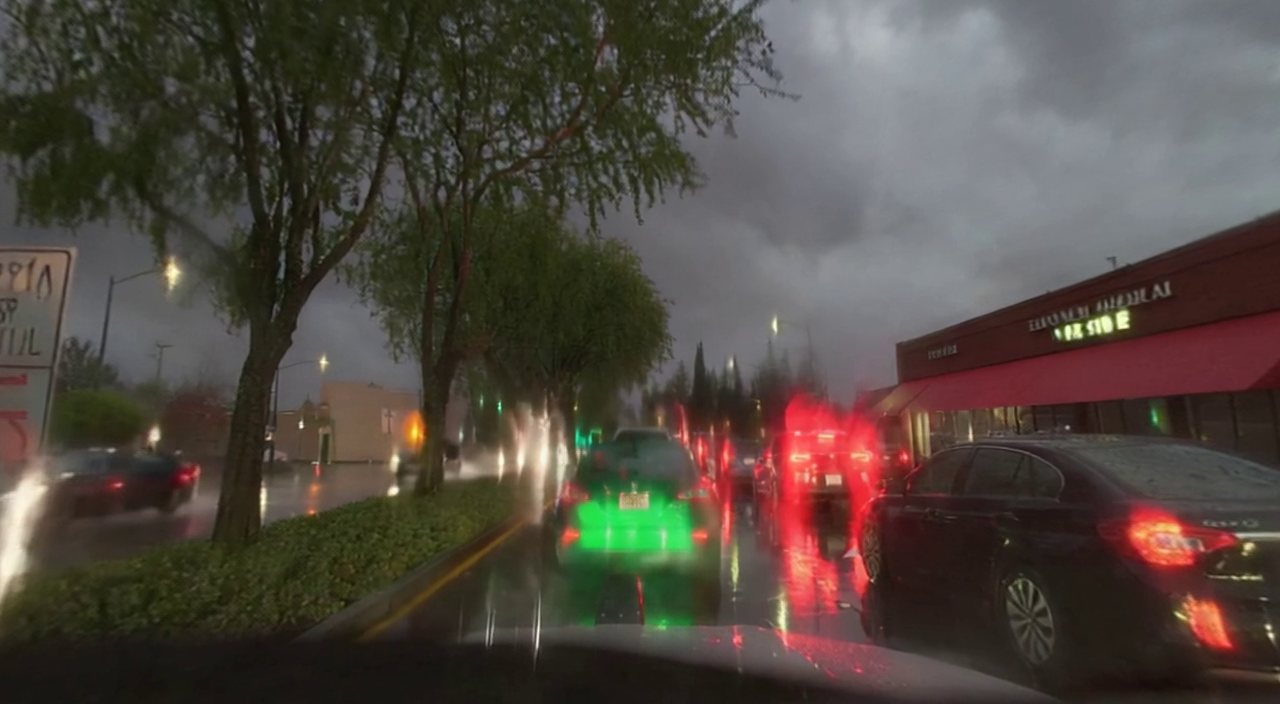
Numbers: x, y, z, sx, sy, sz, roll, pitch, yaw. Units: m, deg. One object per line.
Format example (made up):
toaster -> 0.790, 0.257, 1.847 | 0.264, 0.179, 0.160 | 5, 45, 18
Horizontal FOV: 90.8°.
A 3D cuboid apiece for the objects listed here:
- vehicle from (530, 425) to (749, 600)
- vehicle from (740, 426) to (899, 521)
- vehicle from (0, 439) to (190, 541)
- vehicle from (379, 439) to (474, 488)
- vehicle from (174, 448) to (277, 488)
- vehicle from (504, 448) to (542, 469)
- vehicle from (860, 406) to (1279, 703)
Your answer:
vehicle -> -0.019, 1.658, 7.301 | 1.887, 1.487, 3.535 | 0, -9, 0
vehicle -> 3.540, 2.481, 13.421 | 2.025, 1.660, 4.263 | 0, -9, -1
vehicle -> -11.943, 2.698, 12.998 | 2.004, 1.732, 4.530 | 0, -9, 0
vehicle -> -8.066, 4.239, 24.358 | 2.079, 1.695, 4.374 | 0, -9, 1
vehicle -> -19.760, 5.485, 30.104 | 4.329, 1.773, 2.072 | -5, -10, 27
vehicle -> -8.384, 7.622, 45.564 | 1.850, 1.417, 4.321 | 0, -9, 1
vehicle -> 3.312, 1.256, 4.482 | 1.988, 1.480, 4.195 | 0, -9, 0
